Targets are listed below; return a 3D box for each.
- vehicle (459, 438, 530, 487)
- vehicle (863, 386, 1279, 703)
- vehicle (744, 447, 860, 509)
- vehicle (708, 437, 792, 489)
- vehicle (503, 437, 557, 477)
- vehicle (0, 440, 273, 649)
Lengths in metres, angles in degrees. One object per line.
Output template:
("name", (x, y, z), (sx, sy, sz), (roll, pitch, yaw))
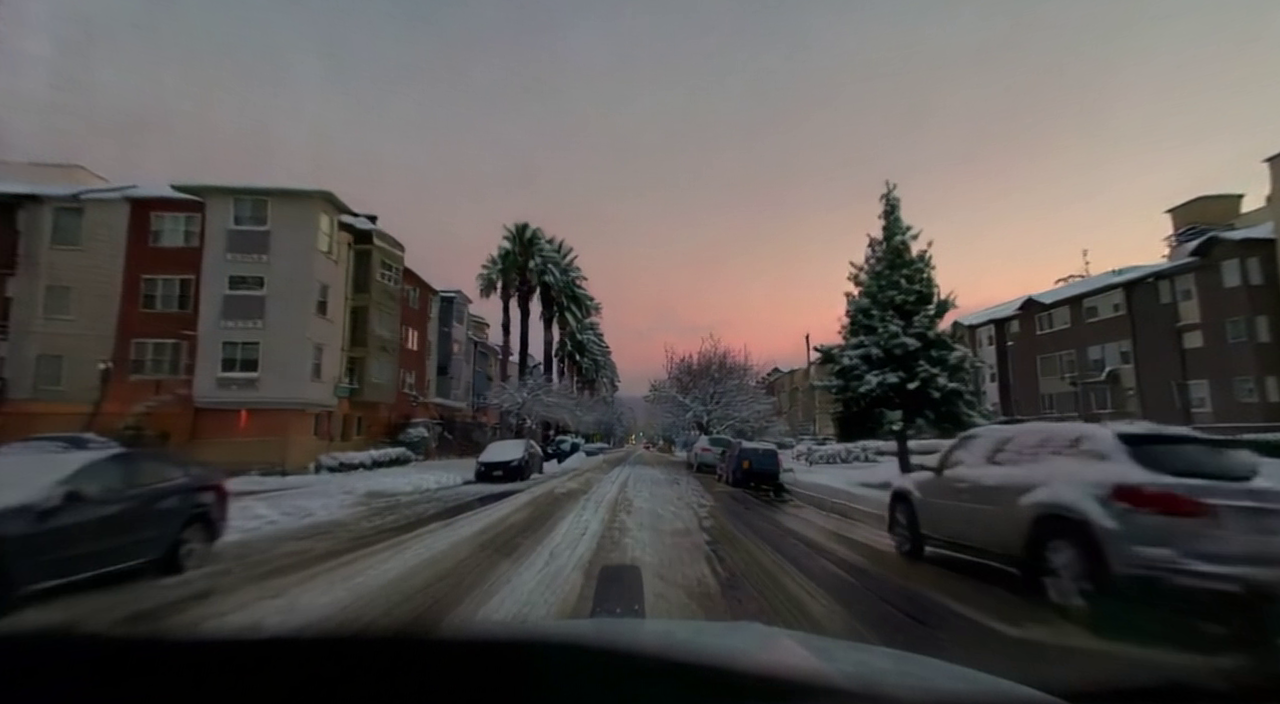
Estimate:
("vehicle", (-5.874, 4.482, 26.078), (1.947, 1.806, 4.413), (1, -8, -1))
("vehicle", (4.167, 1.452, 5.981), (2.089, 1.783, 5.138), (0, -8, -2))
("vehicle", (4.283, 3.373, 17.527), (1.909, 1.449, 4.513), (0, -8, -2))
("vehicle", (4.071, 4.190, 24.278), (2.201, 1.787, 5.007), (0, -8, -1))
("vehicle", (-5.630, 5.407, 32.871), (2.087, 1.896, 4.554), (0, -8, -2))
("vehicle", (-5.717, 1.593, 5.845), (1.949, 1.512, 4.783), (0, -9, -3))
